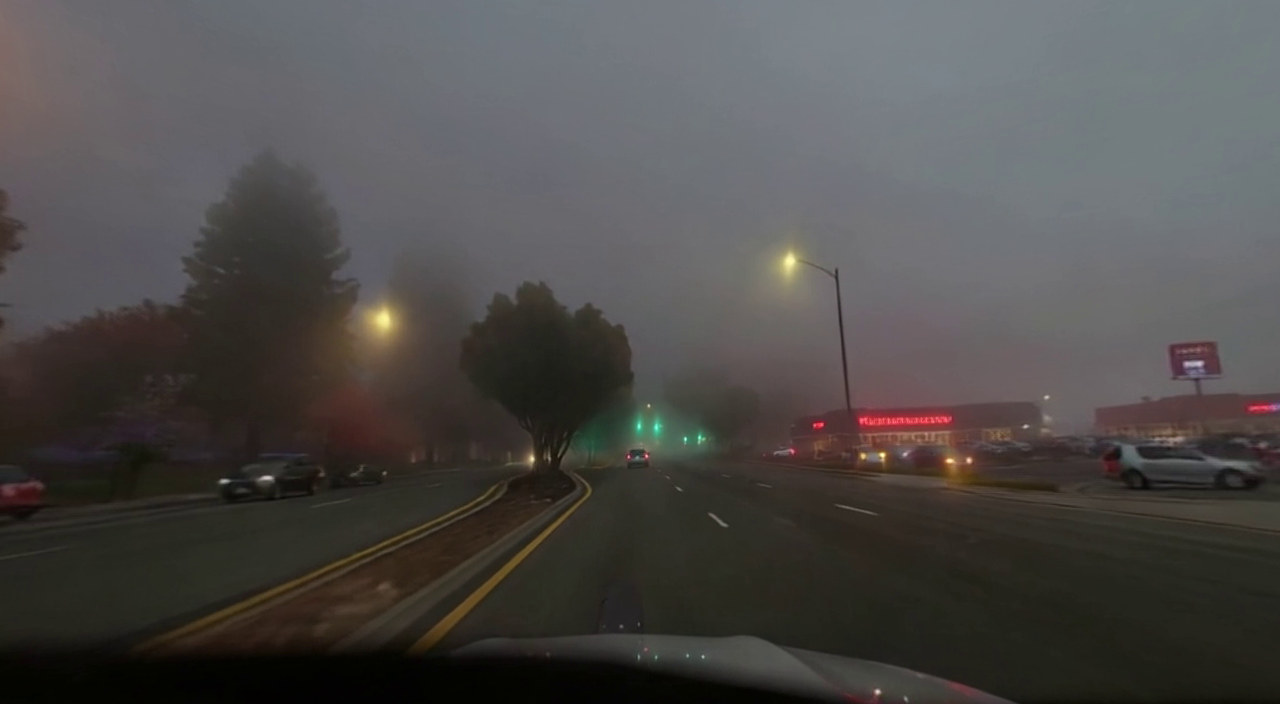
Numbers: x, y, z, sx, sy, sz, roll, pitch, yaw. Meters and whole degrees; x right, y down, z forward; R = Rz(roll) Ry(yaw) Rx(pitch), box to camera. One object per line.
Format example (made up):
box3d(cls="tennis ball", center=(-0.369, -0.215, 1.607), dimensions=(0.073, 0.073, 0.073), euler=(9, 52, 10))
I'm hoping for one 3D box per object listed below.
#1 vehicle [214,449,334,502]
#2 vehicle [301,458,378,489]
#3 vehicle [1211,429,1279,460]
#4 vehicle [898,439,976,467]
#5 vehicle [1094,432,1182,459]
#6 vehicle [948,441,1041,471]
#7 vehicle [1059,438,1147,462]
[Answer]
box3d(cls="vehicle", center=(-14.493, 4.848, 25.420), dimensions=(2.046, 1.900, 4.689), euler=(0, -9, -1))
box3d(cls="vehicle", center=(-16.745, 6.766, 35.476), dimensions=(1.888, 1.591, 4.431), euler=(-1, -9, 3))
box3d(cls="vehicle", center=(37.813, 5.601, 38.225), dimensions=(4.379, 1.756, 2.053), euler=(0, -9, 0))
box3d(cls="vehicle", center=(19.118, 6.480, 40.634), dimensions=(4.630, 1.704, 2.063), euler=(4, -10, -27))
box3d(cls="vehicle", center=(38.098, 7.142, 48.401), dimensions=(4.809, 1.814, 2.098), euler=(-2, -8, 3))
box3d(cls="vehicle", center=(19.356, 5.642, 34.439), dimensions=(4.731, 1.535, 2.079), euler=(4, -10, -27))
box3d(cls="vehicle", center=(31.735, 6.725, 43.400), dimensions=(4.446, 1.560, 1.943), euler=(0, -9, 3))
